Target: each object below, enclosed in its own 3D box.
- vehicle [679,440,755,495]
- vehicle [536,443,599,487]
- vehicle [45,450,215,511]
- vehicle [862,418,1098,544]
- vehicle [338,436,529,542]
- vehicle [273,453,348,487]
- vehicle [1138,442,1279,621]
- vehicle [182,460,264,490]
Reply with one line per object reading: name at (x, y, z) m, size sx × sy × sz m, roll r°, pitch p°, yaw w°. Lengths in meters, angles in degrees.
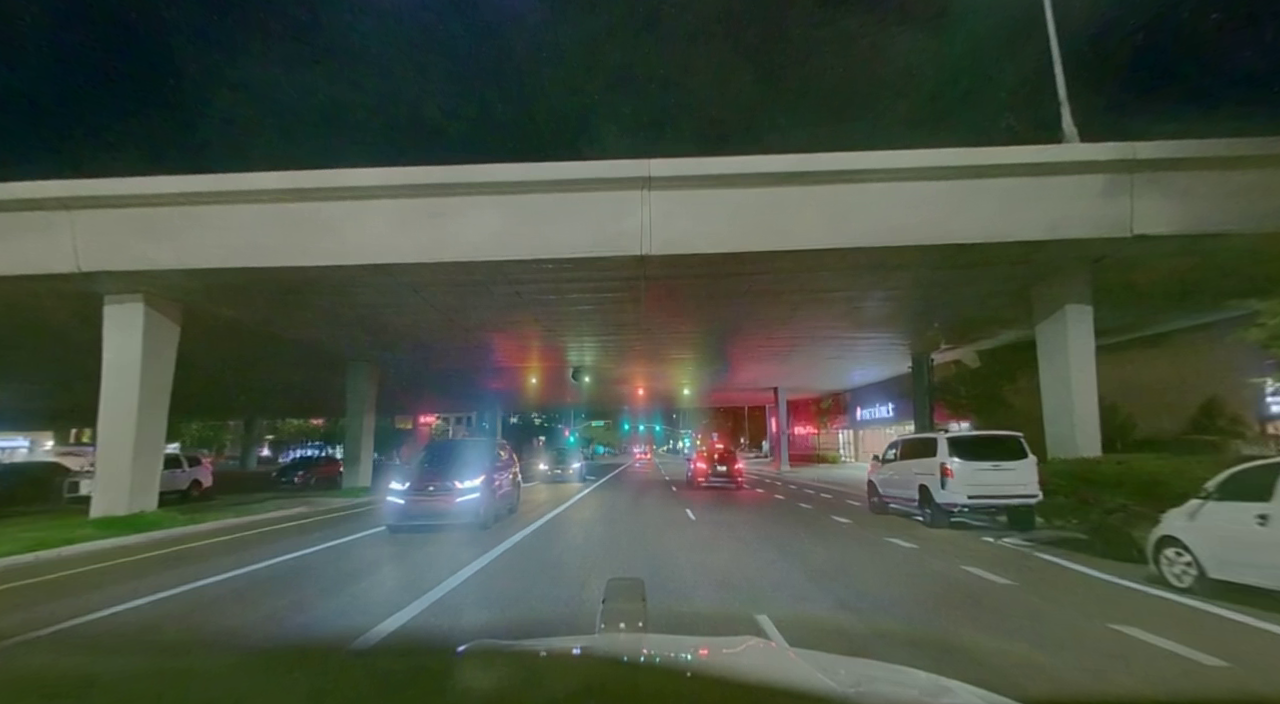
vehicle at (2.357, 3.670, 20.367) m, size 1.947 × 1.576 × 3.825 m, roll 0°, pitch -8°, yaw 0°
vehicle at (-2.914, 4.627, 26.267) m, size 2.076 × 1.653 × 4.152 m, roll -1°, pitch -8°, yaw 1°
vehicle at (-17.711, 4.418, 22.299) m, size 1.950 × 1.845 × 4.669 m, roll -1°, pitch -8°, yaw 2°
vehicle at (6.386, 2.458, 12.661) m, size 2.284 × 2.048 × 4.379 m, roll 0°, pitch -8°, yaw 1°
vehicle at (-3.530, 2.411, 11.788) m, size 2.137 × 1.586 × 4.201 m, roll 0°, pitch -8°, yaw 0°
vehicle at (-17.989, 6.430, 34.707) m, size 1.778 × 1.629 × 4.330 m, roll 0°, pitch -8°, yaw 0°
vehicle at (6.686, 1.505, 4.980) m, size 2.004 × 1.586 × 4.380 m, roll -1°, pitch -8°, yaw 2°
vehicle at (-24.422, 7.179, 37.149) m, size 1.771 × 1.516 × 4.508 m, roll 0°, pitch -8°, yaw -1°
